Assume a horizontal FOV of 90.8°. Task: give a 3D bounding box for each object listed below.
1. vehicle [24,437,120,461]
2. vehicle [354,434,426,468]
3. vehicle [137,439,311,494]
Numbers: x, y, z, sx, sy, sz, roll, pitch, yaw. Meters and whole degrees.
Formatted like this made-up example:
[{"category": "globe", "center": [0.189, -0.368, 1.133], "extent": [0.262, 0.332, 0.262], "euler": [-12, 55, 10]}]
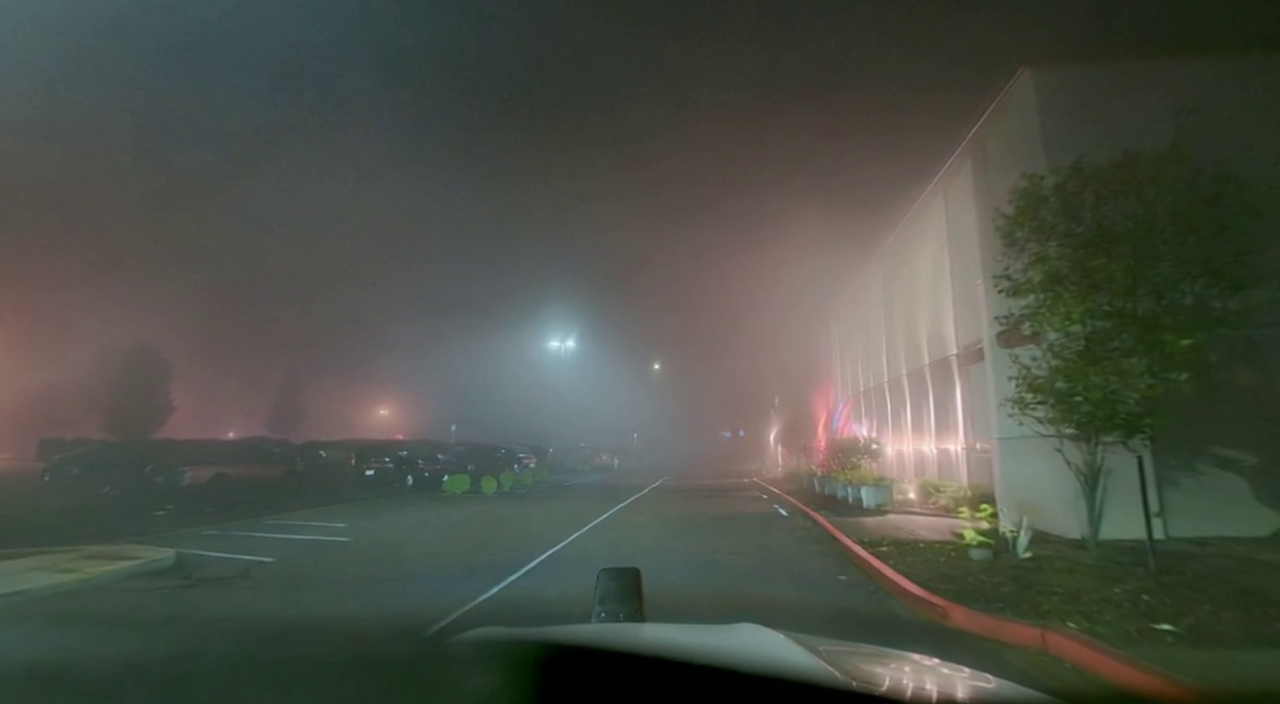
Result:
[{"category": "vehicle", "center": [-36.628, 6.301, 40.897], "extent": [1.858, 1.449, 4.296], "euler": [-2, -9, 10]}, {"category": "vehicle", "center": [-15.149, 6.049, 38.589], "extent": [1.972, 1.923, 4.535], "euler": [-1, -9, 8]}, {"category": "vehicle", "center": [-12.307, 3.391, 19.124], "extent": [1.847, 1.443, 4.484], "euler": [-1, -9, 7]}]
